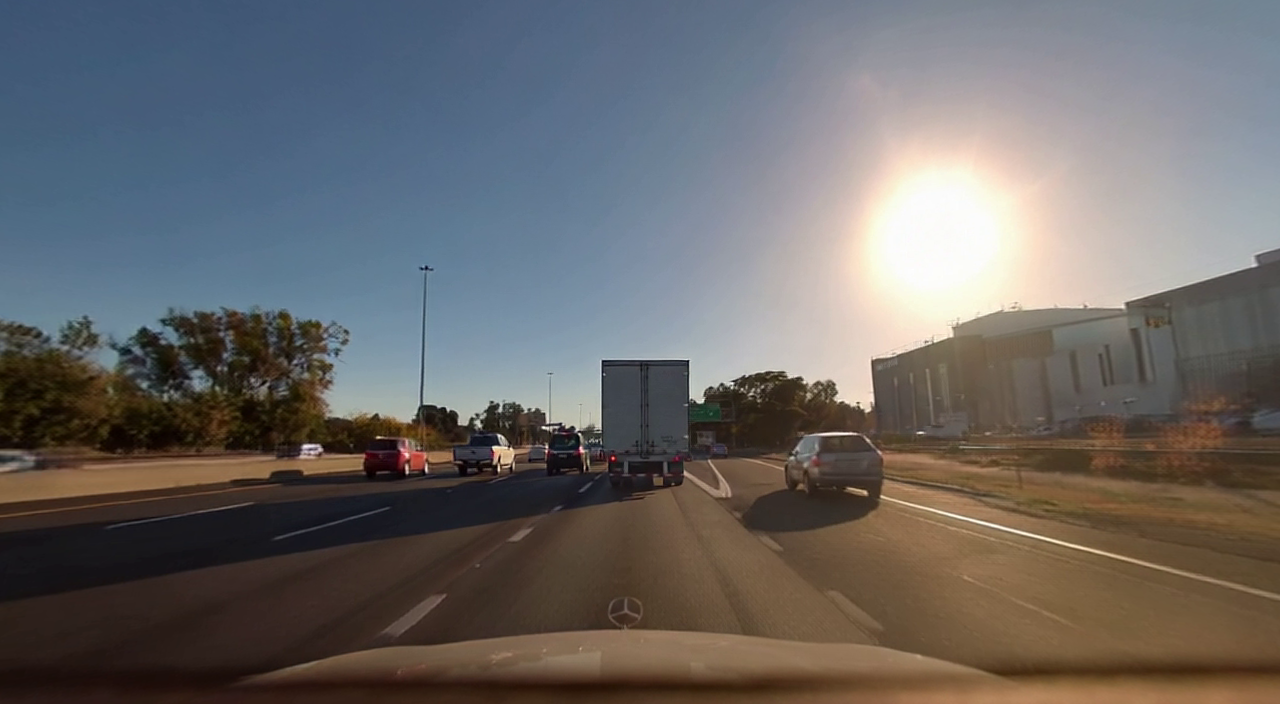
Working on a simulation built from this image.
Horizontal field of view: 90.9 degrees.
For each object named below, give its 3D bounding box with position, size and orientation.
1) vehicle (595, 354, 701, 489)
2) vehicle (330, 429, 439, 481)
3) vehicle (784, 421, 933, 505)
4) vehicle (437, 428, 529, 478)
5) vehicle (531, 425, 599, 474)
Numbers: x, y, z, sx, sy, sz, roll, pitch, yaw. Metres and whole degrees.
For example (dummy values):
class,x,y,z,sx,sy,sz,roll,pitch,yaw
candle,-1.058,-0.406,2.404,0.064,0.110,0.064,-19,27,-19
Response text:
class,x,y,z,sx,sy,sz,roll,pitch,yaw
vehicle,0.130,2.674,22.745,2.941,3.794,9.851,0,-9,-1
vehicle,-10.367,4.237,26.240,2.089,1.885,5.888,0,-9,0
vehicle,5.254,2.750,16.024,2.137,1.796,4.817,0,-9,2
vehicle,-6.755,4.455,28.038,2.479,1.978,5.952,0,-9,1
vehicle,-3.377,4.589,29.755,2.379,2.075,6.169,0,-9,1
